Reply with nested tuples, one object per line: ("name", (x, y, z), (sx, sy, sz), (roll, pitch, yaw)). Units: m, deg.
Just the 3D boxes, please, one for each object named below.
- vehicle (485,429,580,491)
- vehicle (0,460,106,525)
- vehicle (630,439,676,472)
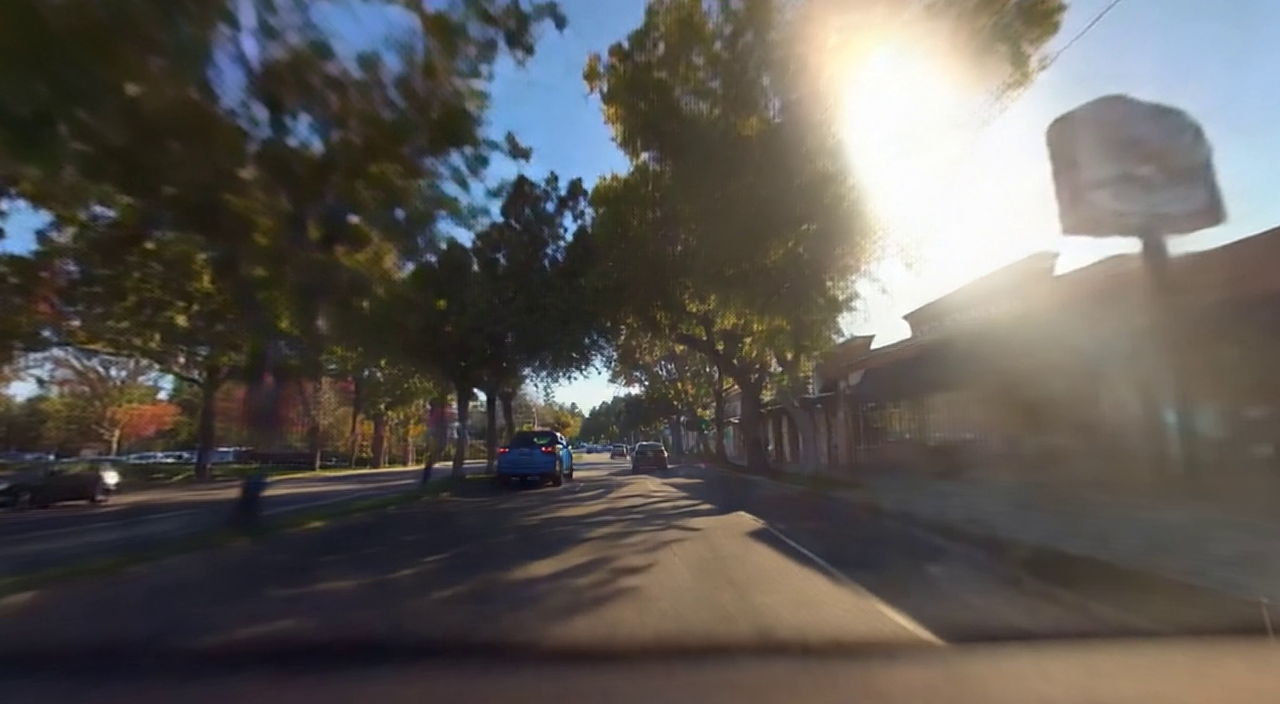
("vehicle", (-3.391, 3.557, 21.118), (2.464, 1.777, 5.128), (0, -9, -2))
("vehicle", (-15.775, 3.380, 14.938), (1.912, 1.432, 5.070), (-3, -9, 0))
("vehicle", (0.566, 5.023, 30.776), (2.103, 1.487, 4.101), (0, -9, -1))
